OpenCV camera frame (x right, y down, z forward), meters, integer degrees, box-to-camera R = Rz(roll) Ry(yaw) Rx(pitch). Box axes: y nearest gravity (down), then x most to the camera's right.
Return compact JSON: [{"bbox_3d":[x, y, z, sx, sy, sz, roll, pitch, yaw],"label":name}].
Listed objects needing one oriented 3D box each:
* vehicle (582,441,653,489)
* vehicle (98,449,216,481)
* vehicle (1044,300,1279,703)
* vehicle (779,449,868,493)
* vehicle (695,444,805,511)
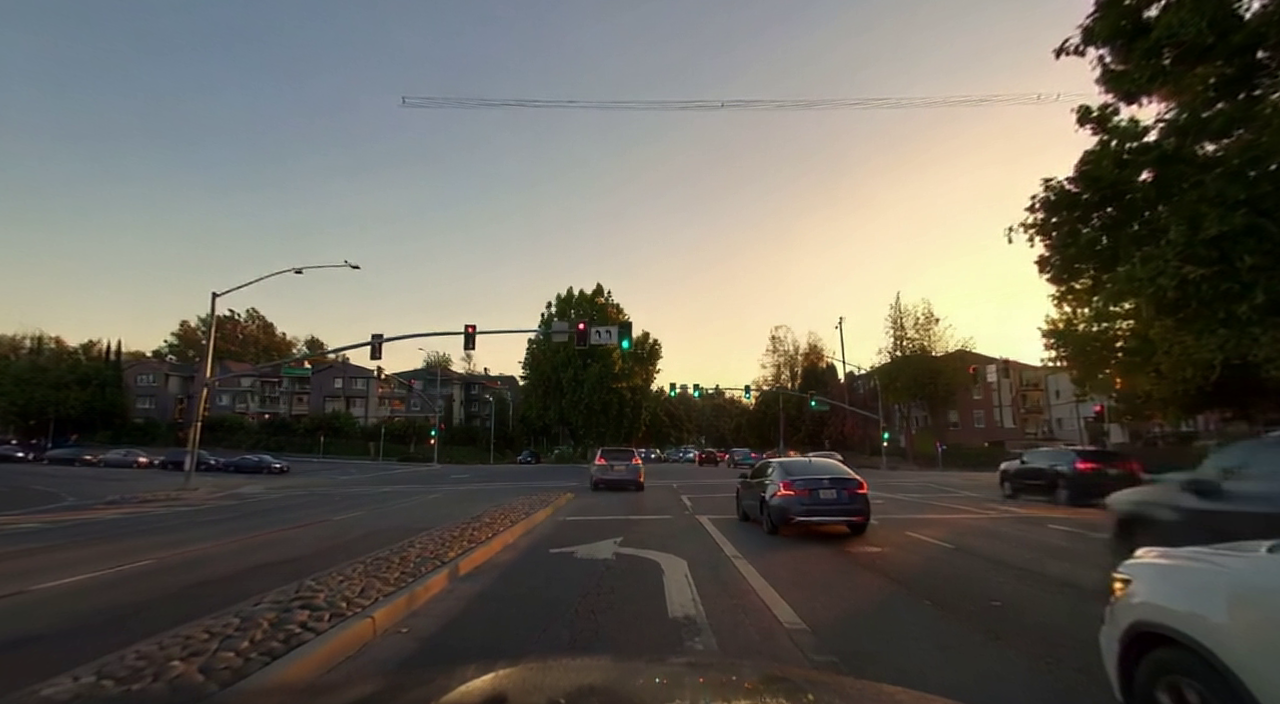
[{"bbox_3d":[-0.985,4.407,24.942,2.099,1.705,4.020,2,-9,-12],"label":"vehicle"},{"bbox_3d":[-26.307,6.138,34.447,4.724,1.630,1.968,0,-9,-2],"label":"vehicle"},{"bbox_3d":[2.855,0.524,0.410,2.115,1.737,4.642,0,-9,1],"label":"vehicle"},{"bbox_3d":[6.570,4.289,23.127,1.900,1.440,4.466,0,-9,0],"label":"vehicle"},{"bbox_3d":[2.662,3.164,16.437,2.009,1.480,4.423,0,-9,-1],"label":"vehicle"}]
